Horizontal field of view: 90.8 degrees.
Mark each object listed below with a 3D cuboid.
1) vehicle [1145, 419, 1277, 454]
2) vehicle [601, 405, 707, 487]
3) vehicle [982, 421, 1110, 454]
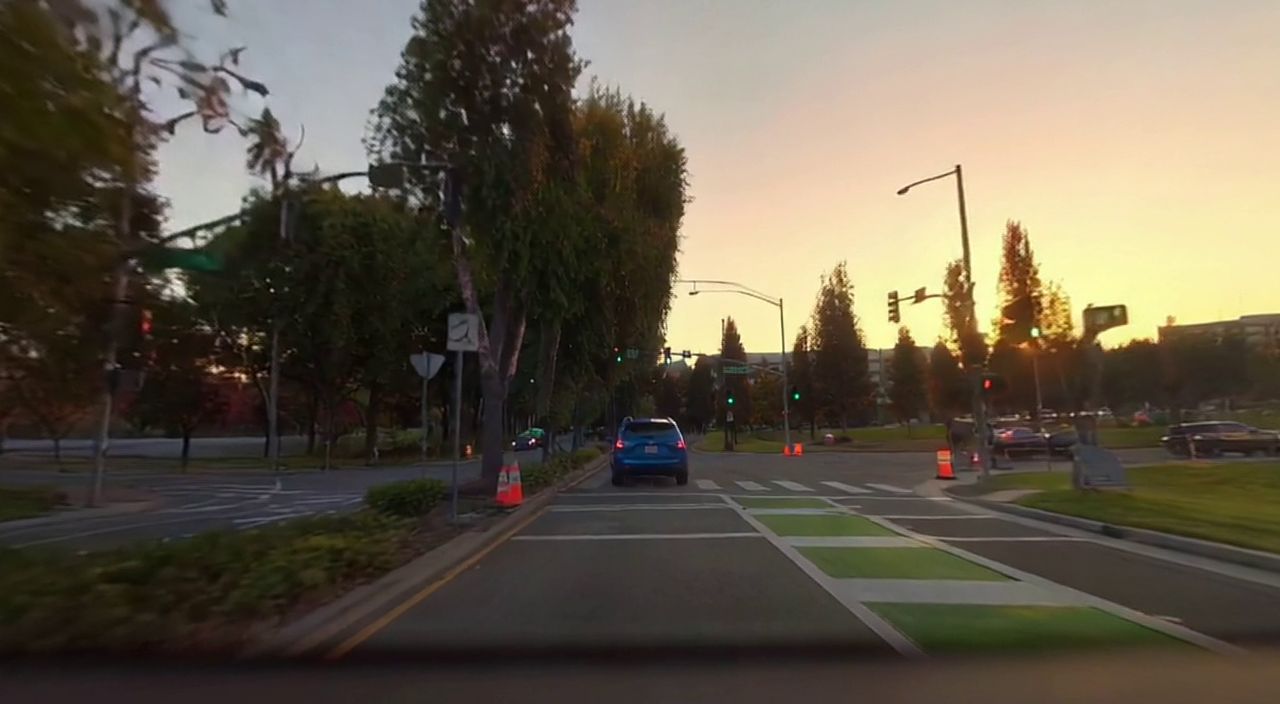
[{"bbox_3d":[26.293,3.936,29.170,4.343,1.518,1.845,1,-9,-3],"label":"vehicle"},{"bbox_3d":[0.314,2.421,16.338,2.339,1.790,4.629,0,-8,0],"label":"vehicle"},{"bbox_3d":[18.488,3.934,28.939,4.492,1.422,1.961,1,-9,-1],"label":"vehicle"}]
